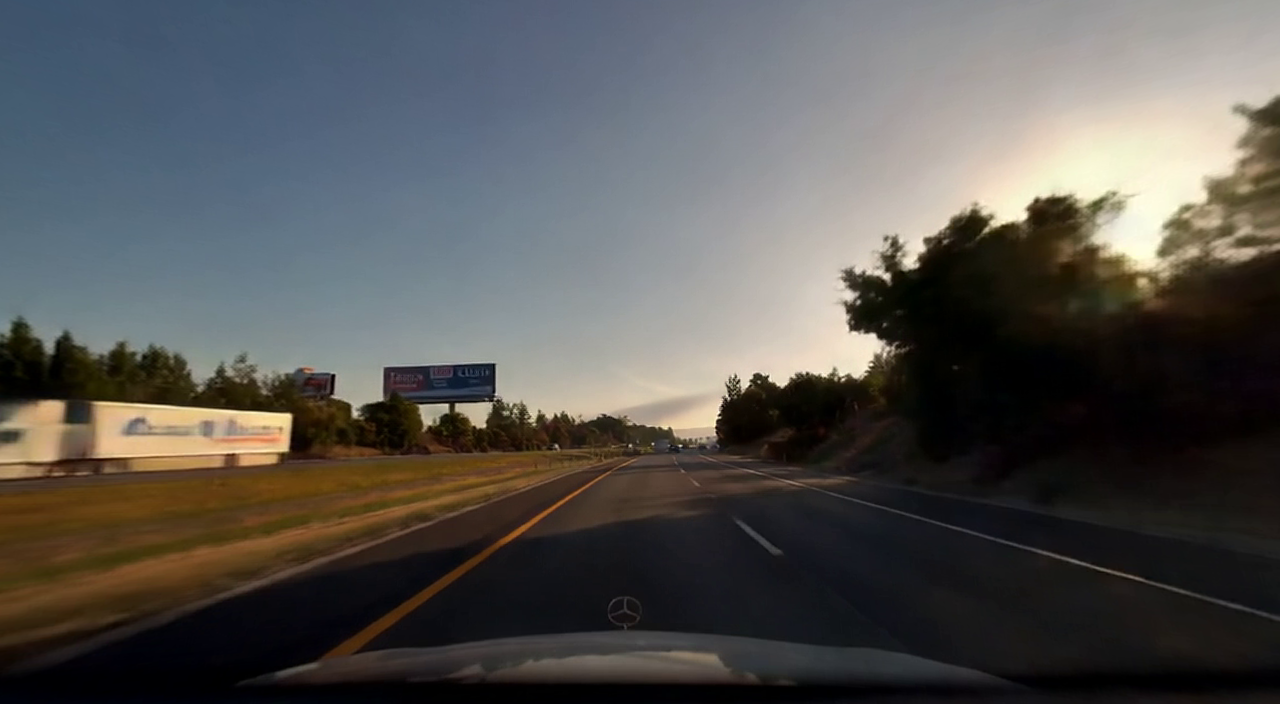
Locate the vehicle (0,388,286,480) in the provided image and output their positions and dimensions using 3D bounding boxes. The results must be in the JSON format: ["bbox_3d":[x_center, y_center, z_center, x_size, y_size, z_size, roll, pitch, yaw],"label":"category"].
[{"bbox_3d":[-28.187,5.099,38.043,2.897,4.219,17.824,0,-8,2],"label":"vehicle"}]
